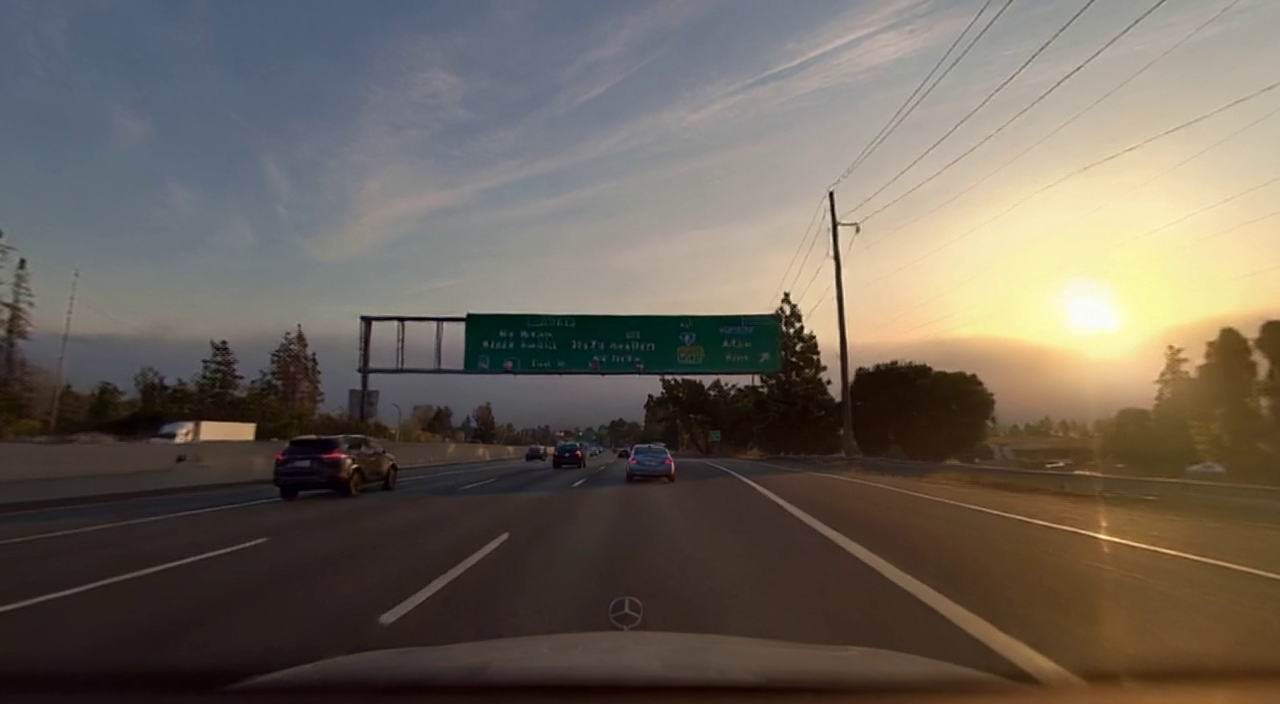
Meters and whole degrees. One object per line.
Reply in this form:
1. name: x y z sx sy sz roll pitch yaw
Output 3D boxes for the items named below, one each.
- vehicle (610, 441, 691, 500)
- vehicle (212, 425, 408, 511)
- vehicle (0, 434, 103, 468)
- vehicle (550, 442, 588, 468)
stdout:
1. vehicle: 0.212 3.360 18.314 2.082 1.482 4.126 0 -8 -2
2. vehicle: -7.863 2.801 15.775 2.206 1.788 4.914 0 -8 0
3. vehicle: -34.872 5.761 36.764 2.206 1.814 5.816 0 -8 -3
4. vehicle: -4.973 7.279 44.798 2.289 1.777 4.534 0 -8 -2
